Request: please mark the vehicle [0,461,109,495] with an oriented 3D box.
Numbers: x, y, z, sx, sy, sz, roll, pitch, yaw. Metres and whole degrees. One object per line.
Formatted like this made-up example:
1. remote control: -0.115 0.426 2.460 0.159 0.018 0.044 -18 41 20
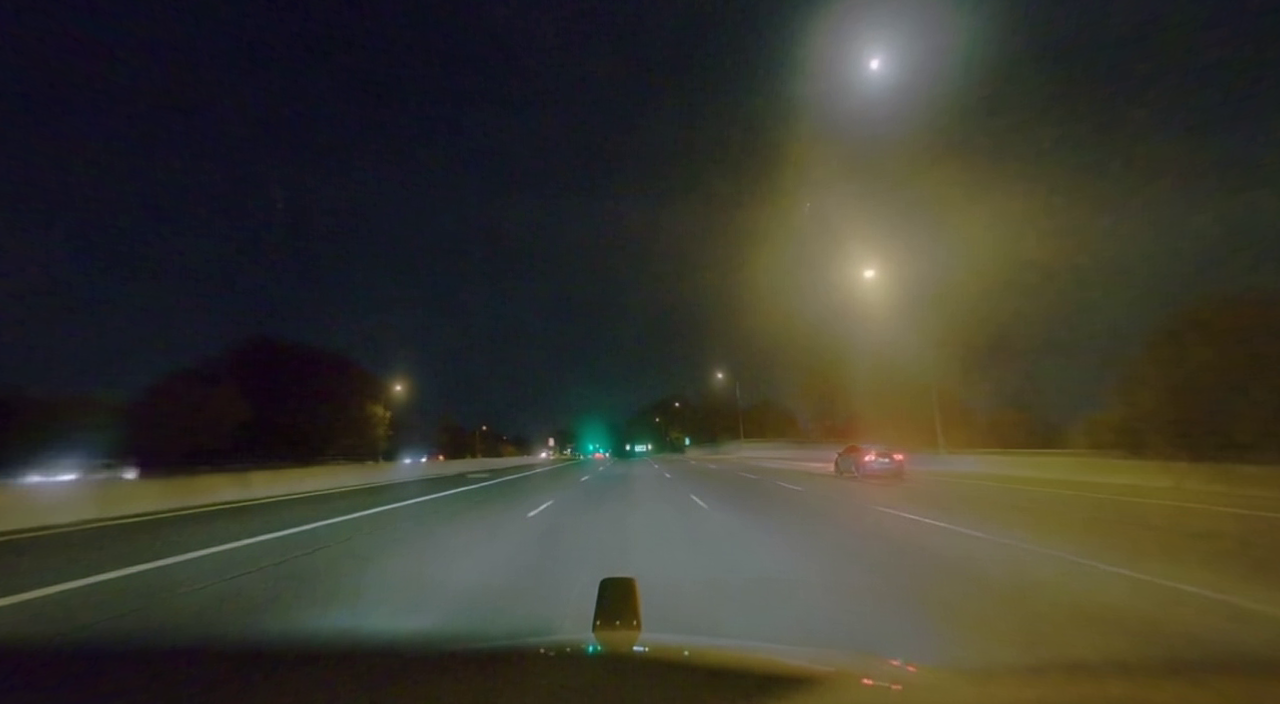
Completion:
1. vehicle: -29.270 6.214 31.504 1.778 1.472 4.444 0 -9 -3
